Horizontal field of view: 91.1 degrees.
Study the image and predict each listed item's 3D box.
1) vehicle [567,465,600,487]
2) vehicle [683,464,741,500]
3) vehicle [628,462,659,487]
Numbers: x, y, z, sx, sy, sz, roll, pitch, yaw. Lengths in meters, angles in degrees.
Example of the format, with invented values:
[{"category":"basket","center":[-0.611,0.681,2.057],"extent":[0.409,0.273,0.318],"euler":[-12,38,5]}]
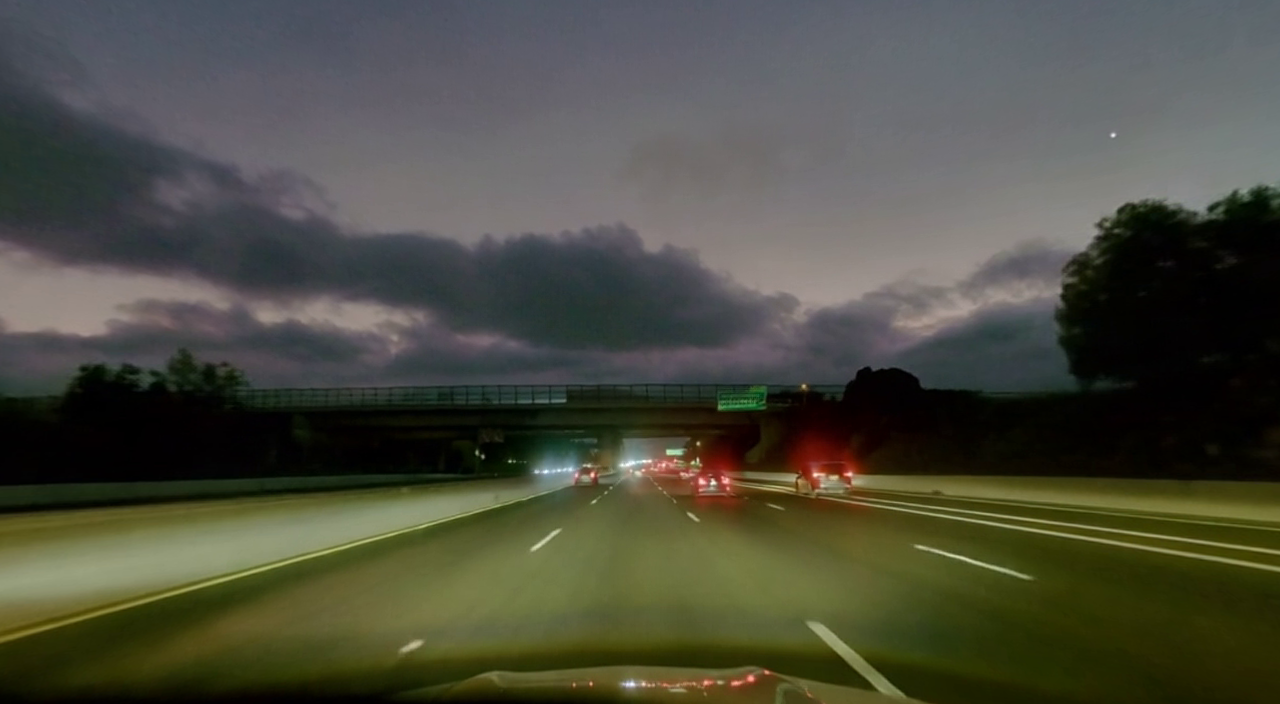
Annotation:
[{"category":"vehicle","center":[-3.980,8.808,44.724],"extent":[1.975,1.486,3.903],"euler":[1,-10,0]},{"category":"vehicle","center":[3.288,6.050,29.553],"extent":[2.092,1.518,4.348],"euler":[1,-10,-2]},{"category":"vehicle","center":[0.227,9.148,46.955],"extent":[2.181,1.698,4.056],"euler":[1,-10,0]}]
